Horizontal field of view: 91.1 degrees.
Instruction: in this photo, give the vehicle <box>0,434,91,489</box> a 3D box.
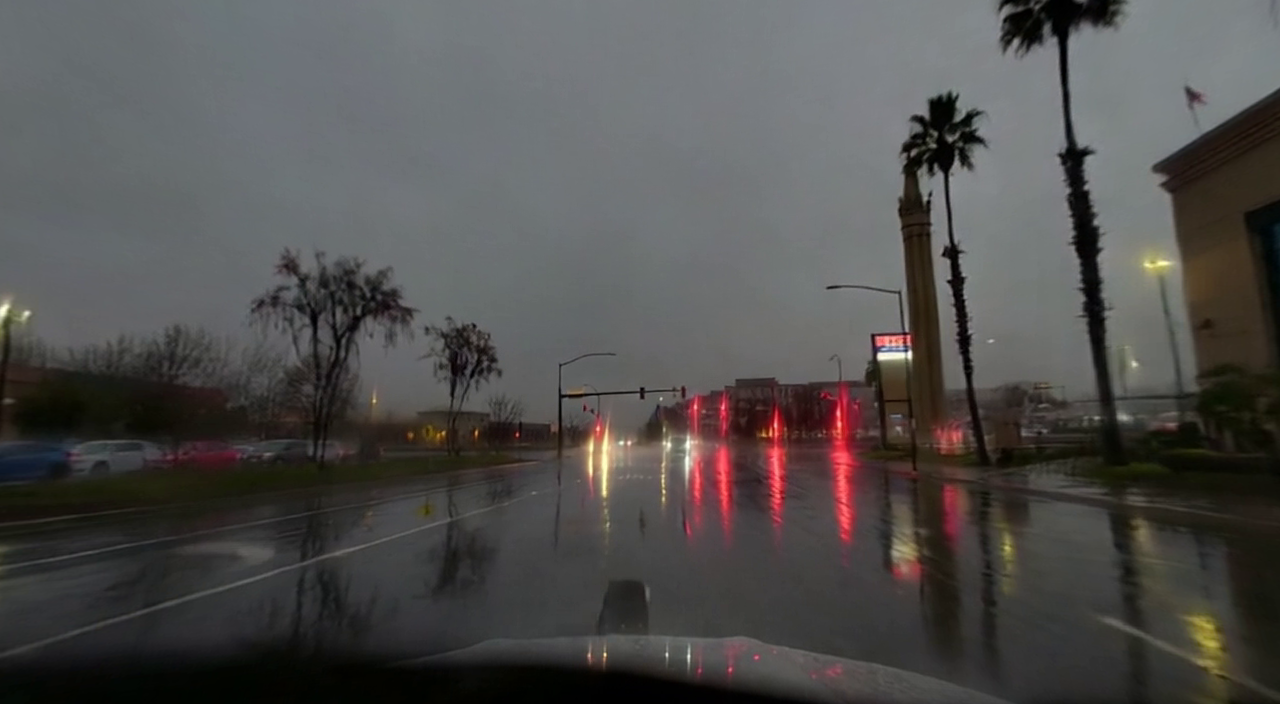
[{"bbox_3d":[-22.474,3.858,22.178,4.407,1.736,2.023,-2,-6,3],"label":"vehicle"}]
